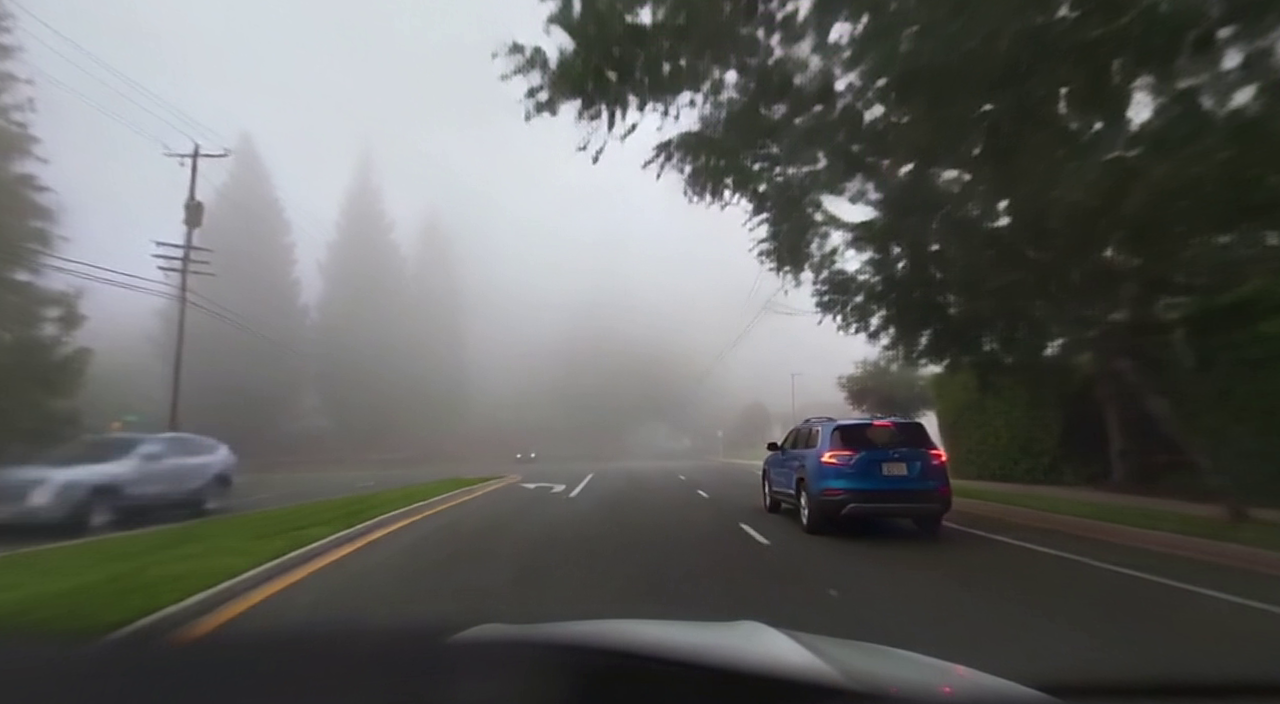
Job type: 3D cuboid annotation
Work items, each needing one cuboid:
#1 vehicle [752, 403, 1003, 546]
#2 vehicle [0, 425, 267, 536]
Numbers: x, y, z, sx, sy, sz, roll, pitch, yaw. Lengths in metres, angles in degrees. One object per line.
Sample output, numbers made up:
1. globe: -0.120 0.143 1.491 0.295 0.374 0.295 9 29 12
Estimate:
1. vehicle: 3.428 1.901 10.405 2.193 1.777 4.772 0 -9 -1
2. vehicle: -9.879 2.408 12.486 2.075 1.739 4.864 0 -9 -1
